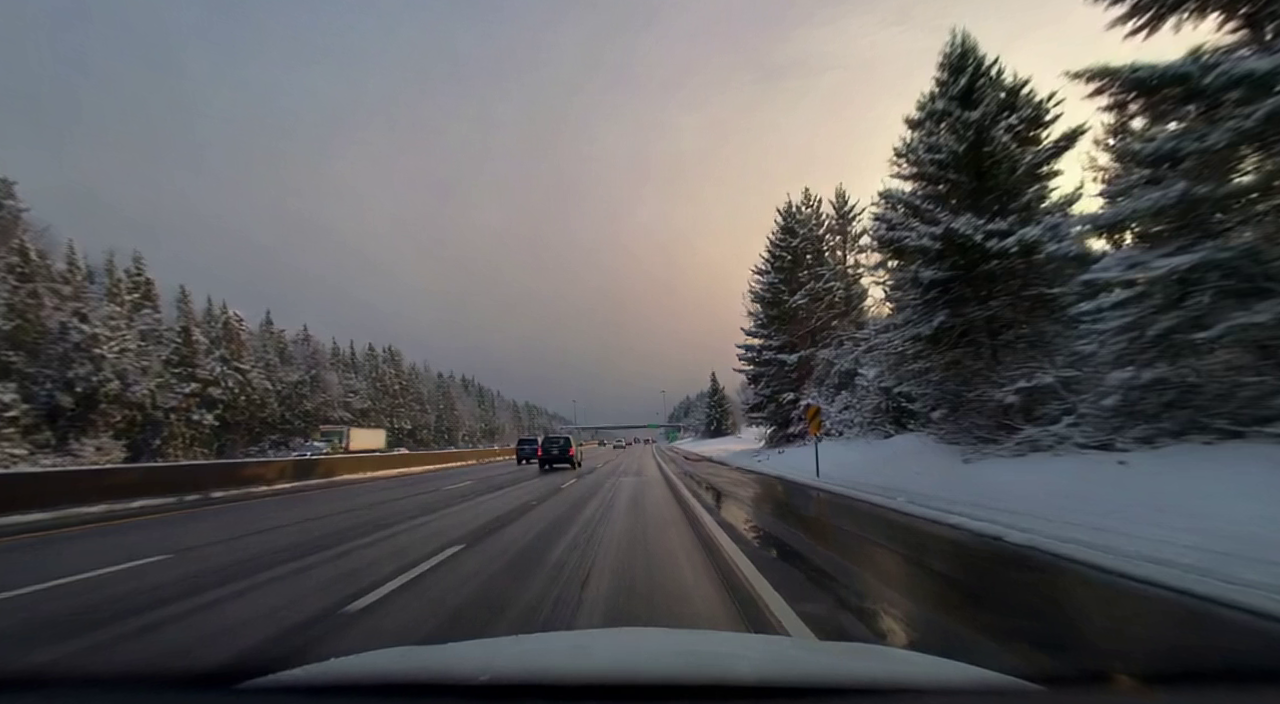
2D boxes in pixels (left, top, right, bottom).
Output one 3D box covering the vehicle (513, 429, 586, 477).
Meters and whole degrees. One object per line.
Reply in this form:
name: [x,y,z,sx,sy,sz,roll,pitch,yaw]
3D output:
vehicle: [-3.669,4.221,26.478,2.283,1.802,4.810,0,-8,1]
